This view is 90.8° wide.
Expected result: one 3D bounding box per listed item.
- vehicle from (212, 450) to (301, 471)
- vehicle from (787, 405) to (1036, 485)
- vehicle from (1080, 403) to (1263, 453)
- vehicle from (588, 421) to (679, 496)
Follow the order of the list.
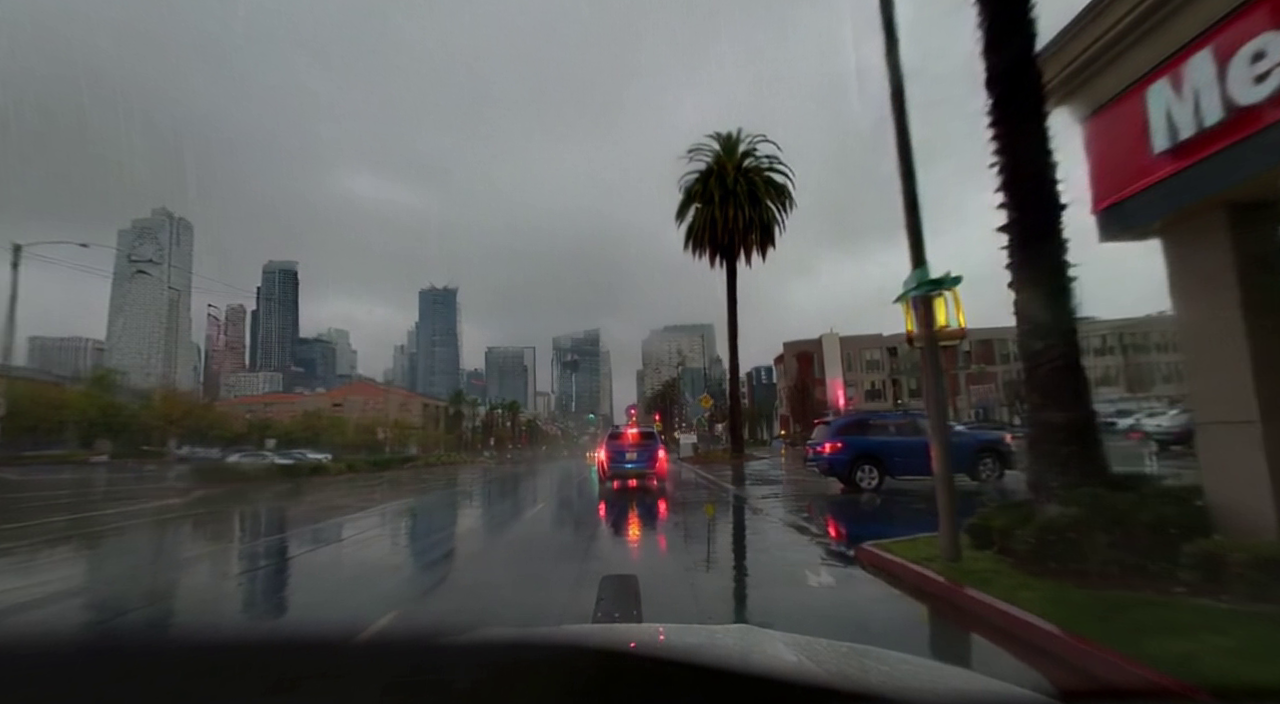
[{"bbox_3d":[-27.104,7.666,44.868,5.154,1.343,1.943,4,-9,-23],"label":"vehicle"},{"bbox_3d":[6.192,2.197,14.967,4.828,1.733,2.231,0,-9,-1],"label":"vehicle"},{"bbox_3d":[19.918,2.977,24.136,2.080,1.702,5.430,0,-9,-3],"label":"vehicle"},{"bbox_3d":[-0.198,2.892,17.458,2.234,1.818,3.869,0,-9,-1],"label":"vehicle"}]
